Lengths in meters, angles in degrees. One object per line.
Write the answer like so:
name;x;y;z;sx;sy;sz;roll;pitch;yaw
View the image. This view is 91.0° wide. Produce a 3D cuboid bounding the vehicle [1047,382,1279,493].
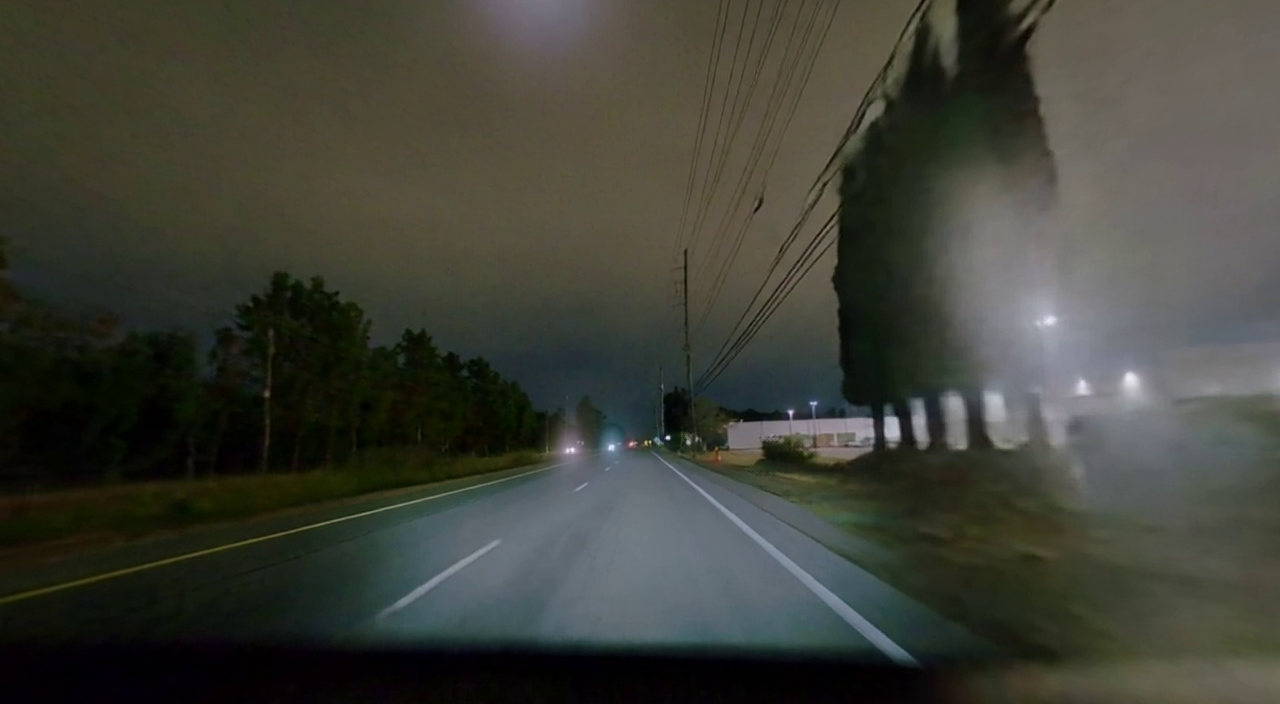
vehicle;15.504;2.426;17.936;2.923;2.494;7.148;-1;-8;-1
